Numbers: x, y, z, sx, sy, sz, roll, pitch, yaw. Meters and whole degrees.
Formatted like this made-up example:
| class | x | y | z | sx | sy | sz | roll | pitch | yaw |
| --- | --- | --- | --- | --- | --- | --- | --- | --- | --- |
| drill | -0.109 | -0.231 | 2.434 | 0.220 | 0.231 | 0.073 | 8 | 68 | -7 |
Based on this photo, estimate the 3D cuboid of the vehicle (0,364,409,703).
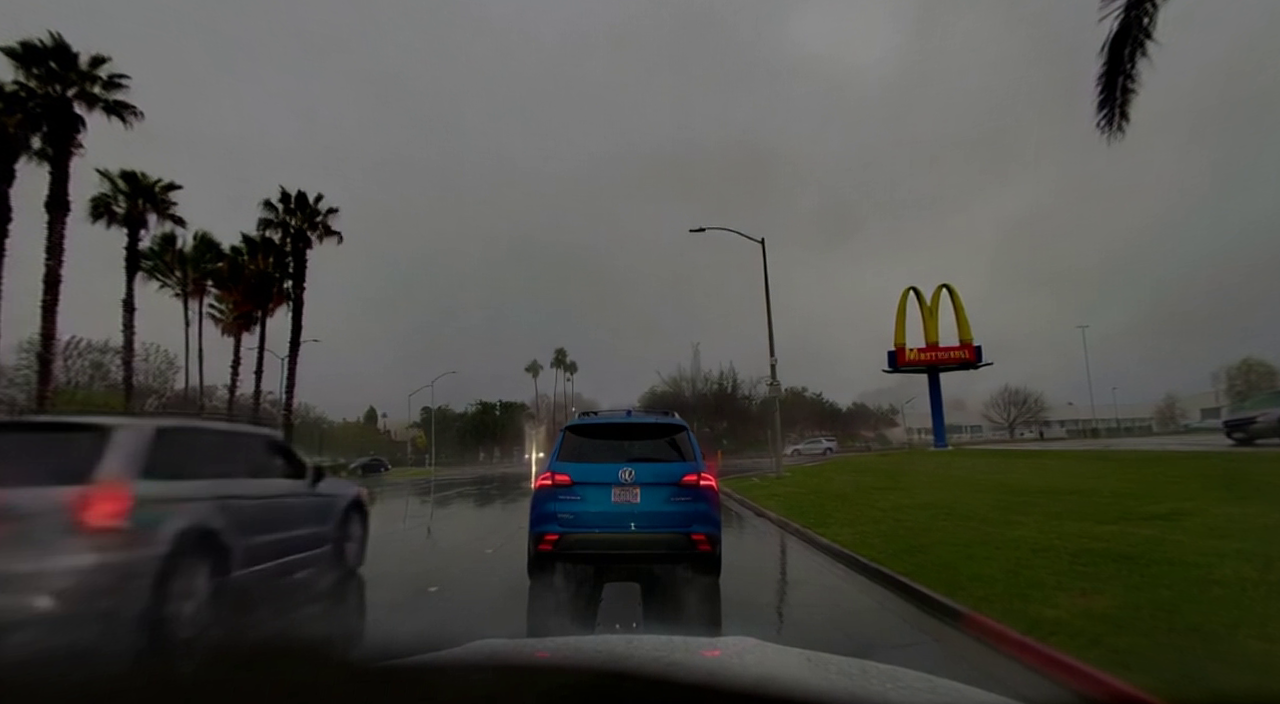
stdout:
| class | x | y | z | sx | sy | sz | roll | pitch | yaw |
| --- | --- | --- | --- | --- | --- | --- | --- | --- | --- |
| vehicle | -3.962 | 1.284 | 5.485 | 2.181 | 1.771 | 4.567 | 0 | -9 | 0 |

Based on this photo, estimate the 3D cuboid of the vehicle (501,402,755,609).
| class | x | y | z | sx | sy | sz | roll | pitch | yaw |
| --- | --- | --- | --- | --- | --- | --- | --- | --- | --- |
| vehicle | -0.144 | 1.594 | 7.378 | 2.137 | 1.728 | 3.926 | 0 | -9 | -1 |
